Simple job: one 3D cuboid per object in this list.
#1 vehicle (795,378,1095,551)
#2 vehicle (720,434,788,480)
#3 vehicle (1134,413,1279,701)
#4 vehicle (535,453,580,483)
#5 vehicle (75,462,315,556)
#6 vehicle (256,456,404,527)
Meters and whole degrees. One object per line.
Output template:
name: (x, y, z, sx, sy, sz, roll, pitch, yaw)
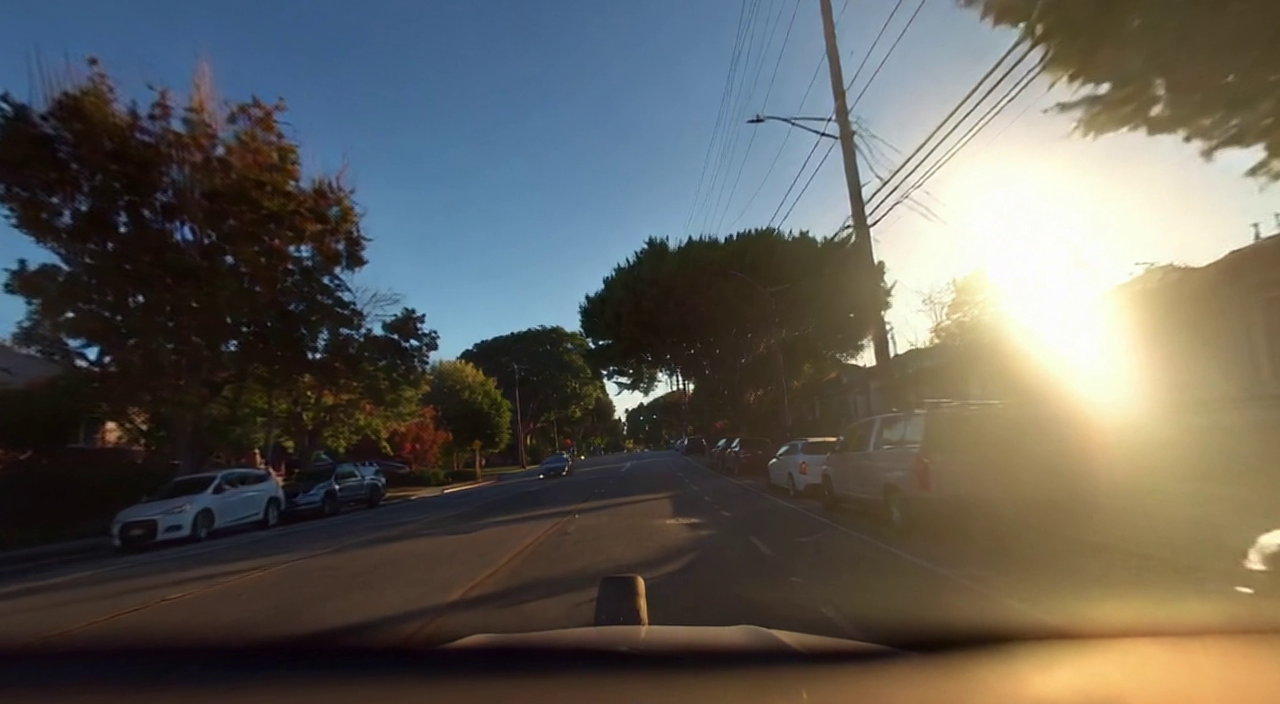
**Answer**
vehicle: (4.492, 1.804, 10.741, 2.330, 2.160, 5.550, 0, -8, 0)
vehicle: (4.764, 4.471, 27.151, 1.980, 1.773, 4.853, 0, -8, -1)
vehicle: (4.262, 0.824, 1.635, 1.927, 1.483, 5.100, 0, -8, 1)
vehicle: (-5.014, 7.083, 38.876, 1.948, 1.502, 4.434, -5, -9, 1)
vehicle: (-10.966, 3.845, 16.309, 2.089, 1.837, 5.499, 0, -8, 1)
vehicle: (-10.634, 4.782, 22.375, 2.282, 2.060, 5.738, 0, -8, 0)
